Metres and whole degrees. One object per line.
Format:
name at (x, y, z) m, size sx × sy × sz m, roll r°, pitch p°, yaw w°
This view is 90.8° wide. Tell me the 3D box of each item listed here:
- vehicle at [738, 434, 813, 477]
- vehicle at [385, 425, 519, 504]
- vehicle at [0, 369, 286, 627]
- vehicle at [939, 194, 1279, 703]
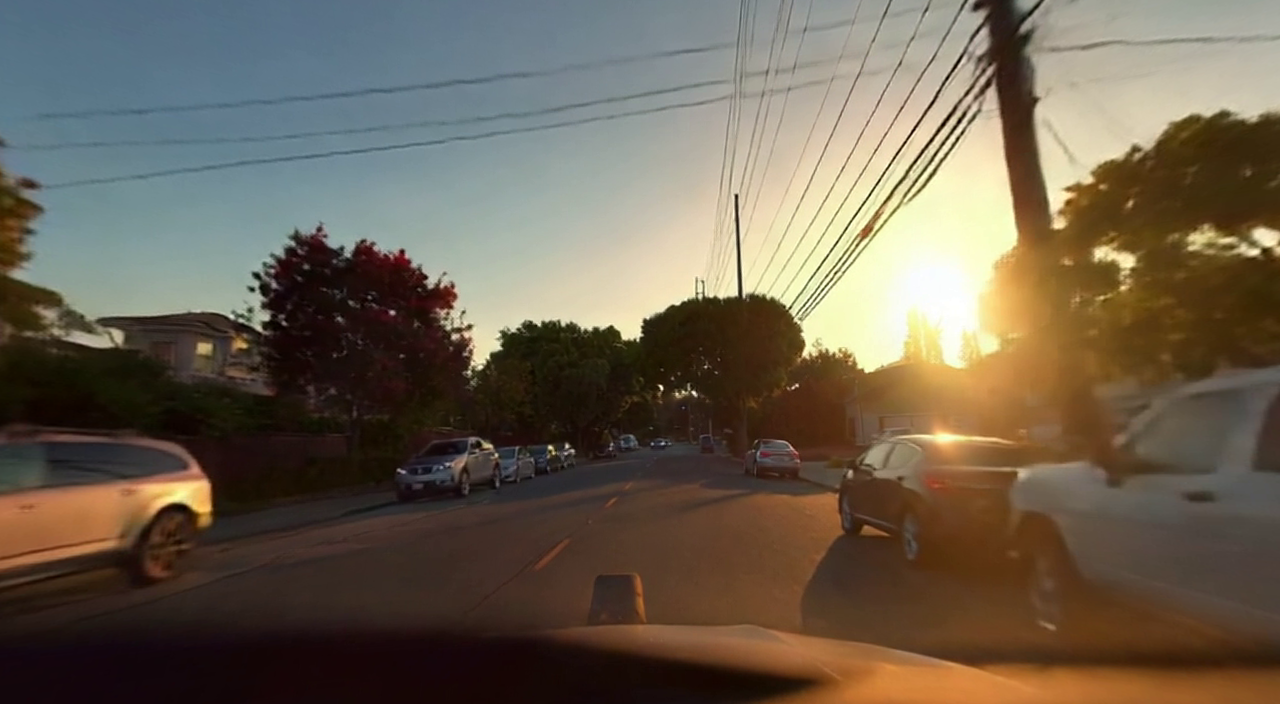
vehicle at (5.173, 4.032, 24.827) m, size 2.108 × 1.493 × 4.878 m, roll -1°, pitch -8°, yaw 3°
vehicle at (-5.327, 3.266, 18.704) m, size 2.192 × 1.873 × 4.985 m, roll -4°, pitch -9°, yaw 4°
vehicle at (-6.276, 1.426, 6.247) m, size 2.353 × 2.037 × 5.358 m, roll -4°, pitch -9°, yaw 2°
vehicle at (3.412, 0.532, 2.159) m, size 2.397 × 2.130 × 5.384 m, roll -1°, pitch -8°, yaw 4°
